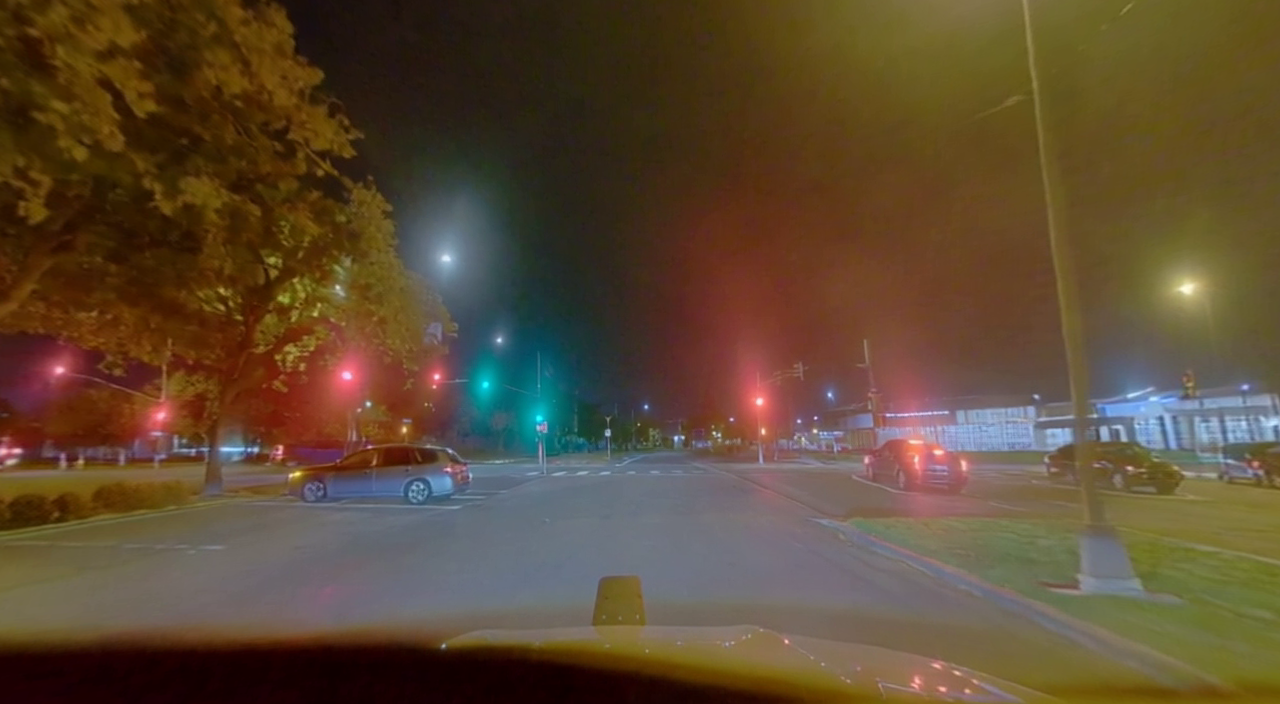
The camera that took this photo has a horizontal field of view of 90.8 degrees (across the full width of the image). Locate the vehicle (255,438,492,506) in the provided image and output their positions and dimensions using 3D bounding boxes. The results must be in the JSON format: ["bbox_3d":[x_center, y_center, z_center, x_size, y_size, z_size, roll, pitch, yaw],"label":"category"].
[{"bbox_3d":[-6.297,2.824,15.236,4.792,1.468,2.116,-1,-8,10],"label":"vehicle"}]

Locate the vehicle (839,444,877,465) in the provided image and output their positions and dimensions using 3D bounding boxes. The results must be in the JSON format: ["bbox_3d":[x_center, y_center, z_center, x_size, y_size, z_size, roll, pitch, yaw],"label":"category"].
[{"bbox_3d":[16.531,7.750,48.071,1.824,1.453,4.148,-3,-9,8],"label":"vehicle"}]

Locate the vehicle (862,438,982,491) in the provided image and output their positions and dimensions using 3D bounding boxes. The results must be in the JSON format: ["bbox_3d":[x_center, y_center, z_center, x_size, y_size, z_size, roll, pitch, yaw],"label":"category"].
[{"bbox_3d":[9.012,3.615,20.702,2.061,1.519,4.794,-1,-8,5],"label":"vehicle"}]

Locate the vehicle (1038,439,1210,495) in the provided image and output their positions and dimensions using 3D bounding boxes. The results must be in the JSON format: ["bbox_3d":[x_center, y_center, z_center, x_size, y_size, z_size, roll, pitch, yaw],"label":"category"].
[{"bbox_3d":[14.386,3.414,19.178,1.951,1.491,4.359,-1,-8,4],"label":"vehicle"}]
